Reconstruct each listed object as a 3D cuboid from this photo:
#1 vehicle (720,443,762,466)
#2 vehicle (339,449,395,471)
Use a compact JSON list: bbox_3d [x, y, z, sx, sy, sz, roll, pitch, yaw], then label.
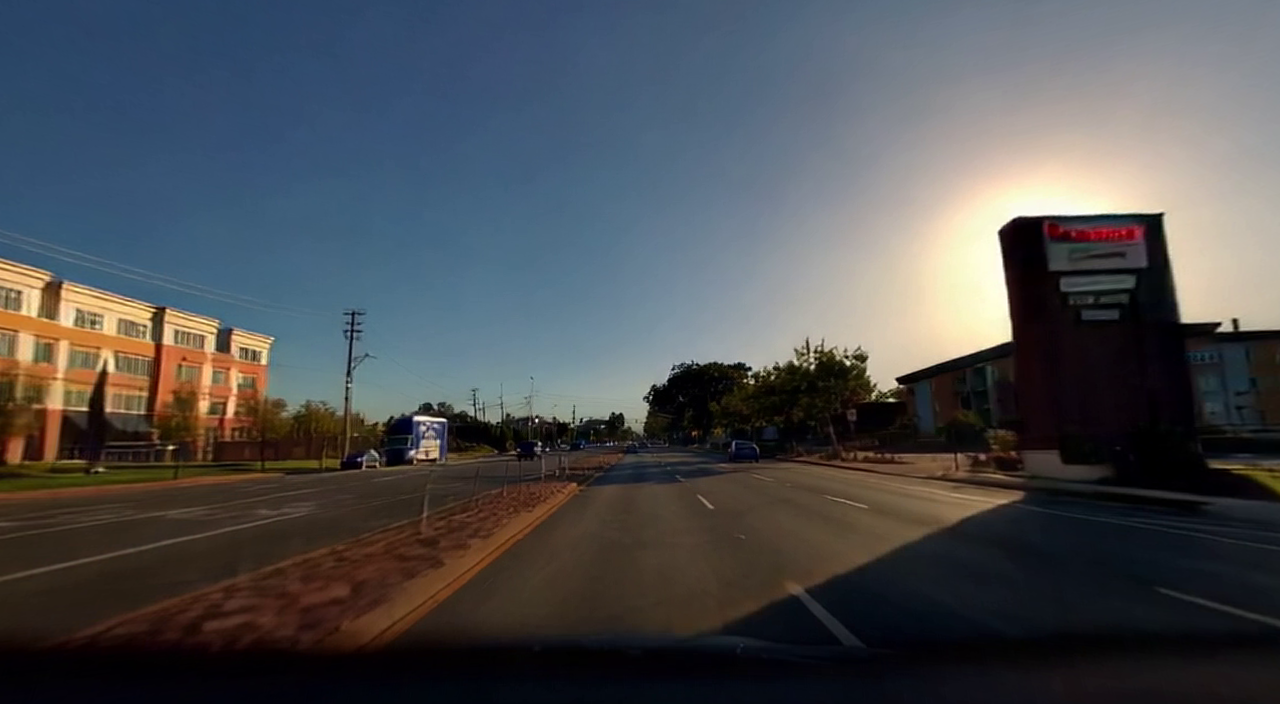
[{"bbox_3d":[6.598,6.737,41.724,1.916,1.437,4.327,0,-9,-2],"label":"vehicle"},{"bbox_3d":[-19.044,7.566,44.357,1.950,1.464,4.414,0,-9,0],"label":"vehicle"}]
